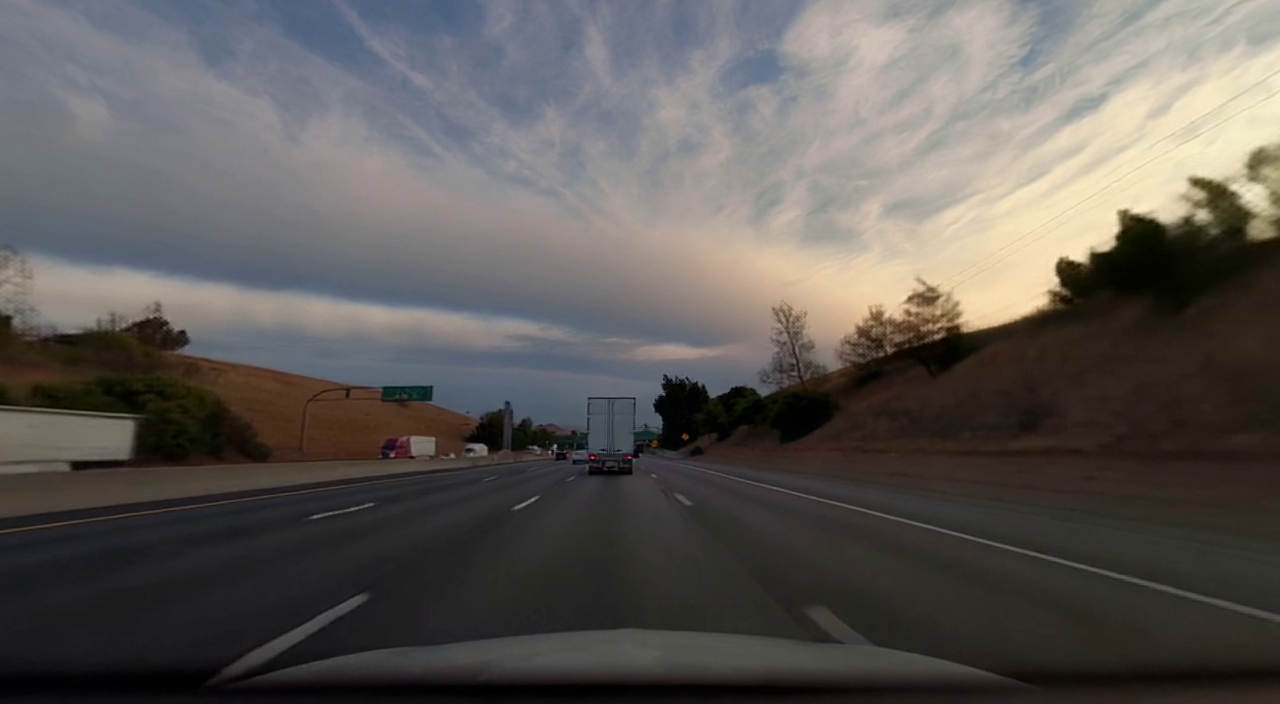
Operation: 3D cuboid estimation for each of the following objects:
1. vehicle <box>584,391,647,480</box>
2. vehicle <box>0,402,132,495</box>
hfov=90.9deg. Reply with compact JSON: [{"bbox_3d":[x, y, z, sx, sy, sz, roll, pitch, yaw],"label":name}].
[{"bbox_3d":[-1.374,4.747,34.841,2.875,4.056,12.312,0,-9,-2],"label":"vehicle"},{"bbox_3d":[-27.562,4.010,26.122,2.790,3.732,12.674,0,-9,-2],"label":"vehicle"}]
